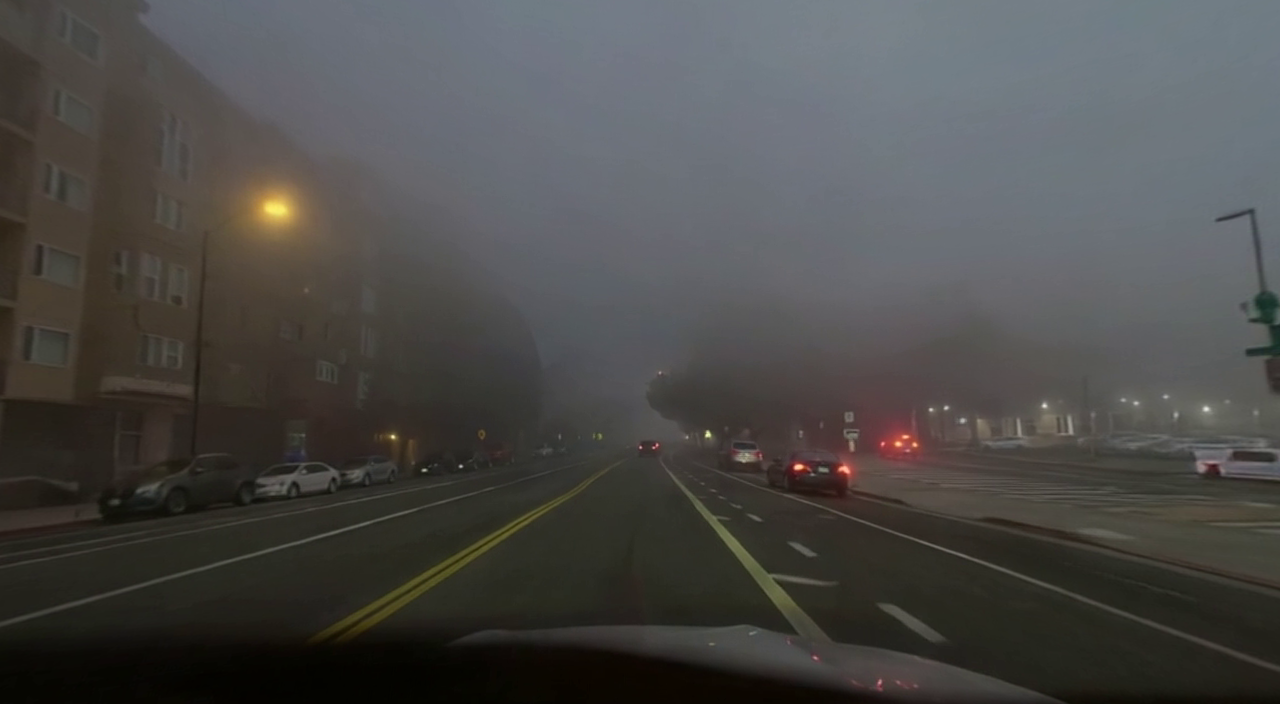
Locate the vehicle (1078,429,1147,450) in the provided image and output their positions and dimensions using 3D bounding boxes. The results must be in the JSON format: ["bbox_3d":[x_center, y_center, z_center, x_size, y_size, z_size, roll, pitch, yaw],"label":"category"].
[{"bbox_3d":[36.612,6.817,49.092,1.780,1.479,4.556,0,-8,-1],"label":"vehicle"}]

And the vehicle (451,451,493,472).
[{"bbox_3d":[-12.312,8.023,46.577,1.723,1.418,4.359,0,-8,2],"label":"vehicle"}]

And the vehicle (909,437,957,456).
[{"bbox_3d":[22.750,7.347,49.209,1.797,1.425,3.794,0,-8,-2],"label":"vehicle"}]

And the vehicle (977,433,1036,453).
[{"bbox_3d":[28.414,7.108,49.152,1.790,1.460,4.515,0,-8,-2],"label":"vehicle"}]

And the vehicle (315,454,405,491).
[{"bbox_3d":[-12.660,5.449,28.944,1.889,1.461,4.608,0,-8,2],"label":"vehicle"}]

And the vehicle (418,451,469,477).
[{"bbox_3d":[-12.329,7.030,39.875,1.926,1.499,3.869,0,-8,1],"label":"vehicle"}]

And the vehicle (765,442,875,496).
[{"bbox_3d":[5.375,3.536,19.513,2.085,1.466,4.276,0,-8,-1],"label":"vehicle"}]

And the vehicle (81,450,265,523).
[{"bbox_3d":[-12.669,3.619,17.579,1.908,1.694,4.306,0,-8,-3],"label":"vehicle"}]

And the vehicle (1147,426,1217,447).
[{"bbox_3d":[41.893,6.593,48.938,1.793,1.525,4.157,0,-8,2],"label":"vehicle"}]

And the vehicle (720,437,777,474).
[{"bbox_3d":[5.603,5.424,33.309,2.102,1.781,5.470,0,-8,0],"label":"vehicle"}]

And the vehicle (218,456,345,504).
[{"bbox_3d":[-12.767,4.555,22.923,1.779,1.433,4.633,0,-8,2],"label":"vehicle"}]
